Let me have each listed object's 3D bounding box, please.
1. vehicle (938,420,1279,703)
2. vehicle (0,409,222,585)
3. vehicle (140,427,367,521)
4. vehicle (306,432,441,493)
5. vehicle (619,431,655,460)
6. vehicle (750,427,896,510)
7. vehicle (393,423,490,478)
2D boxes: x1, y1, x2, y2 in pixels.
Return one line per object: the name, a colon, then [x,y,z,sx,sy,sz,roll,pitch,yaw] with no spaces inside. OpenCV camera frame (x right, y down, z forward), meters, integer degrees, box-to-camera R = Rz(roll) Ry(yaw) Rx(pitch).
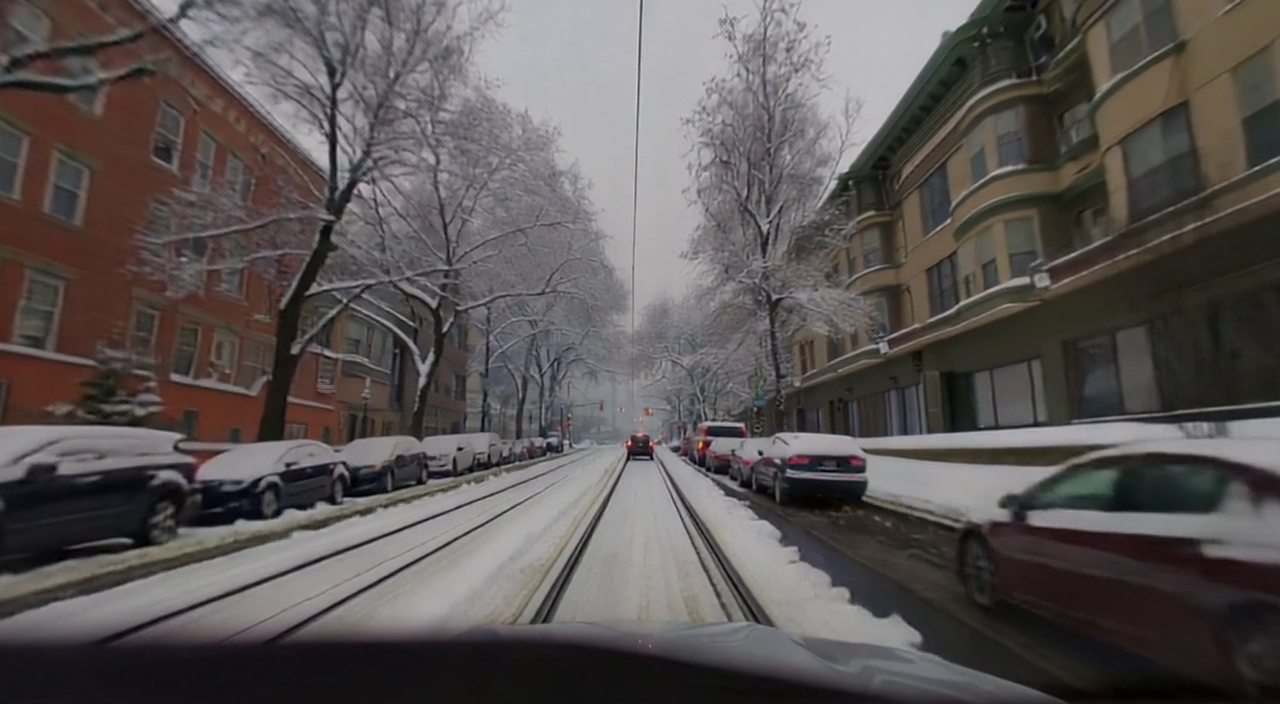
vehicle: [3.815,1.187,3.787,1.838,1.475,4.163,0,-9,-3]
vehicle: [-7.316,1.535,7.208,1.861,1.751,4.550,1,-6,2]
vehicle: [-7.332,2.393,12.659,1.756,1.492,4.426,1,-10,-1]
vehicle: [-7.378,3.104,18.125,1.833,1.477,4.851,0,-9,-1]
vehicle: [-0.187,5.383,36.341,1.984,1.571,3.404,0,-9,0]
vehicle: [3.865,2.541,14.208,1.890,1.559,4.281,0,-9,-2]
vehicle: [-7.289,3.695,23.820,2.049,1.821,5.066,0,-9,0]
